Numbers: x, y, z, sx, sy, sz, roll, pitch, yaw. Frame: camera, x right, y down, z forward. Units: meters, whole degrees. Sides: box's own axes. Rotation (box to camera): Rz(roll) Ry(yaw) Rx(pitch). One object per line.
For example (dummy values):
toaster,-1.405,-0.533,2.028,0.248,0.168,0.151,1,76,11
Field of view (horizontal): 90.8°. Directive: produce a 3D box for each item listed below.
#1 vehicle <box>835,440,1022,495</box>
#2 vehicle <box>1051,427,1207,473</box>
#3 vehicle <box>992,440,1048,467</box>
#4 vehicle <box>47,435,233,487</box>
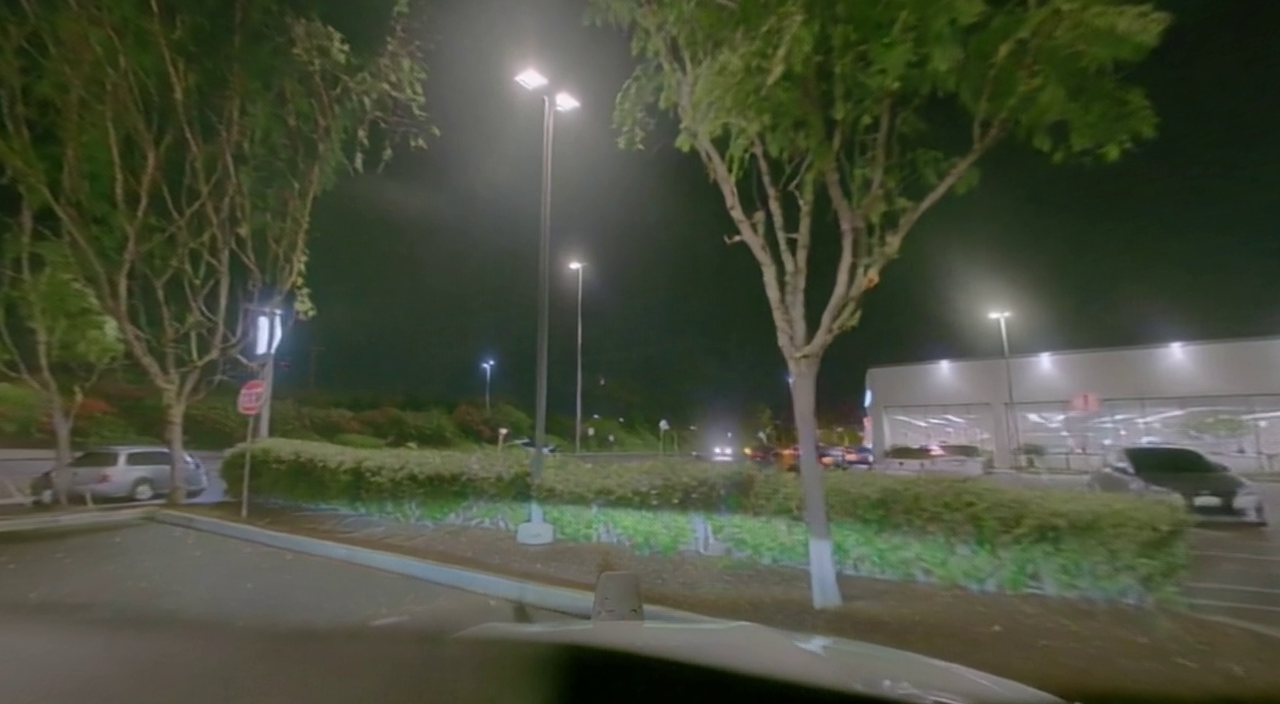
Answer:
vehicle,8.663,3.444,19.215,4.772,1.441,1.976,-7,-11,36
vehicle,20.619,4.190,26.901,4.939,1.664,2.055,-8,-8,35
vehicle,21.177,5.627,35.169,2.190,1.441,3.759,-7,-11,36
vehicle,-17.725,3.848,22.654,1.921,1.632,4.752,-7,-11,36
